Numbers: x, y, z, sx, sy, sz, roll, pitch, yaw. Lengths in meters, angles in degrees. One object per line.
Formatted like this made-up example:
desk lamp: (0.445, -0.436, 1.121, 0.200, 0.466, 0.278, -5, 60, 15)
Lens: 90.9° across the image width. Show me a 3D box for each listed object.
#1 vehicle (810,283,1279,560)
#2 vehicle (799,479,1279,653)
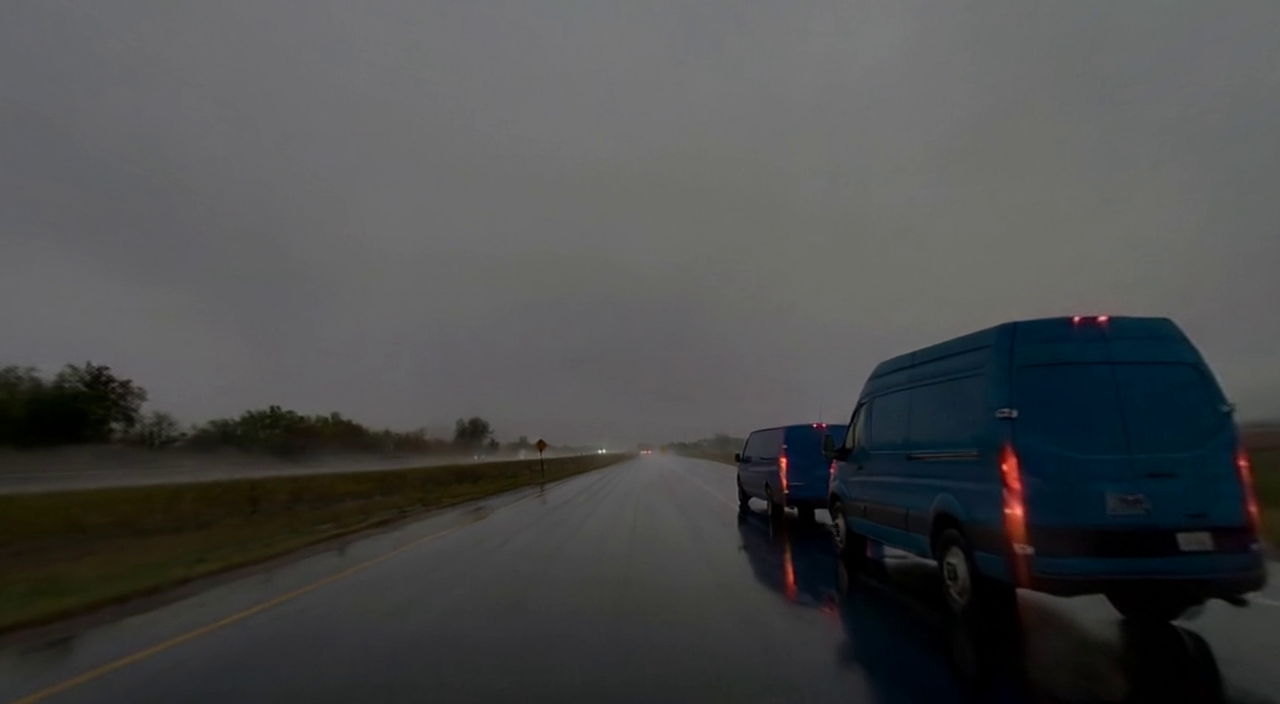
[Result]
vehicle: (4.074, 0.896, 7.545, 2.444, 2.053, 5.616, -1, -8, 0)
vehicle: (3.996, 2.093, 7.463, 2.702, 0.824, 6.391, 0, -9, 1)
